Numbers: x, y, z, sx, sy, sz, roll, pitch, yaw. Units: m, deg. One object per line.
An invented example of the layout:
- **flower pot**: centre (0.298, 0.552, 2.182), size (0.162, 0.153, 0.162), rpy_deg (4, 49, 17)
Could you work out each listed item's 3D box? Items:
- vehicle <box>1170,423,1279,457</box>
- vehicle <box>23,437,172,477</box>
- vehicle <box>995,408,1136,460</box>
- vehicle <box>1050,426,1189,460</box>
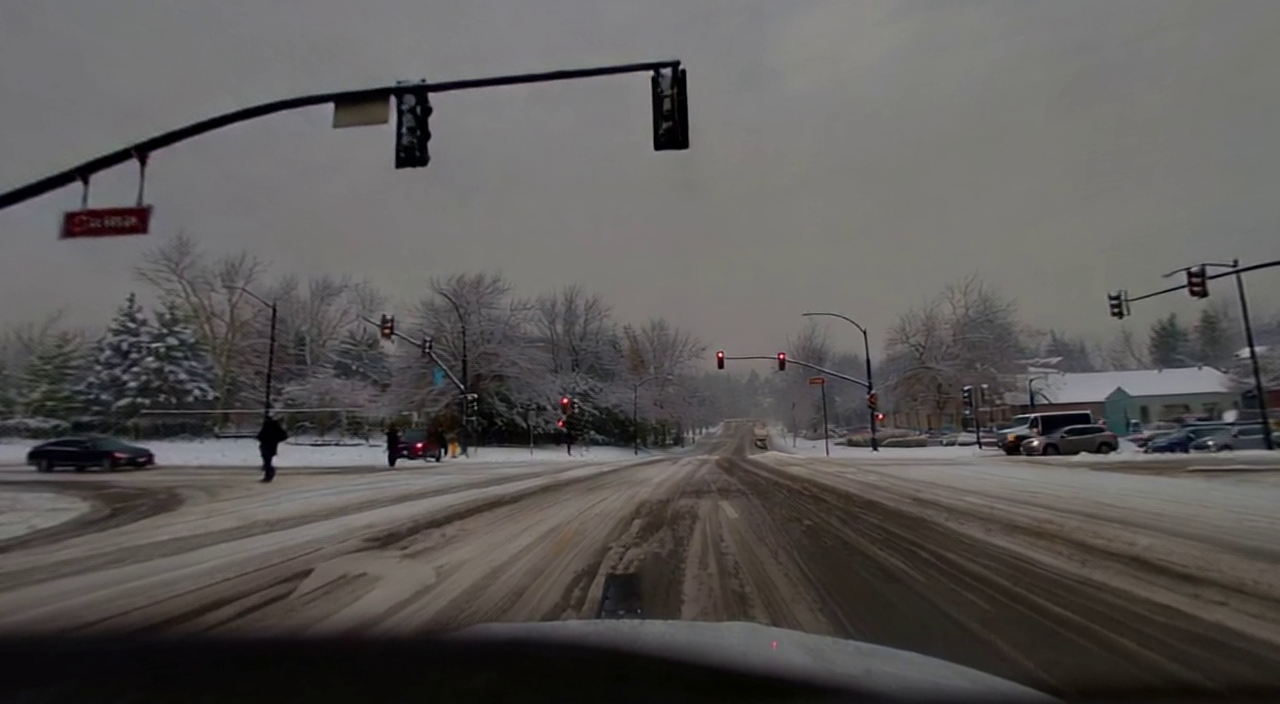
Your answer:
- **vehicle**: centre (32.210, 4.793, 34.244), size (4.896, 1.729, 1.952), rpy_deg (-1, -9, 5)
- **vehicle**: centre (-21.168, 4.100, 24.757), size (4.265, 1.493, 1.871), rpy_deg (-1, -9, 5)
- **vehicle**: centre (23.685, 4.626, 35.417), size (5.855, 2.746, 2.523), rpy_deg (-1, -9, 5)
- **vehicle**: centre (21.945, 4.207, 29.090), size (4.740, 1.464, 1.876), rpy_deg (-1, -9, 4)
